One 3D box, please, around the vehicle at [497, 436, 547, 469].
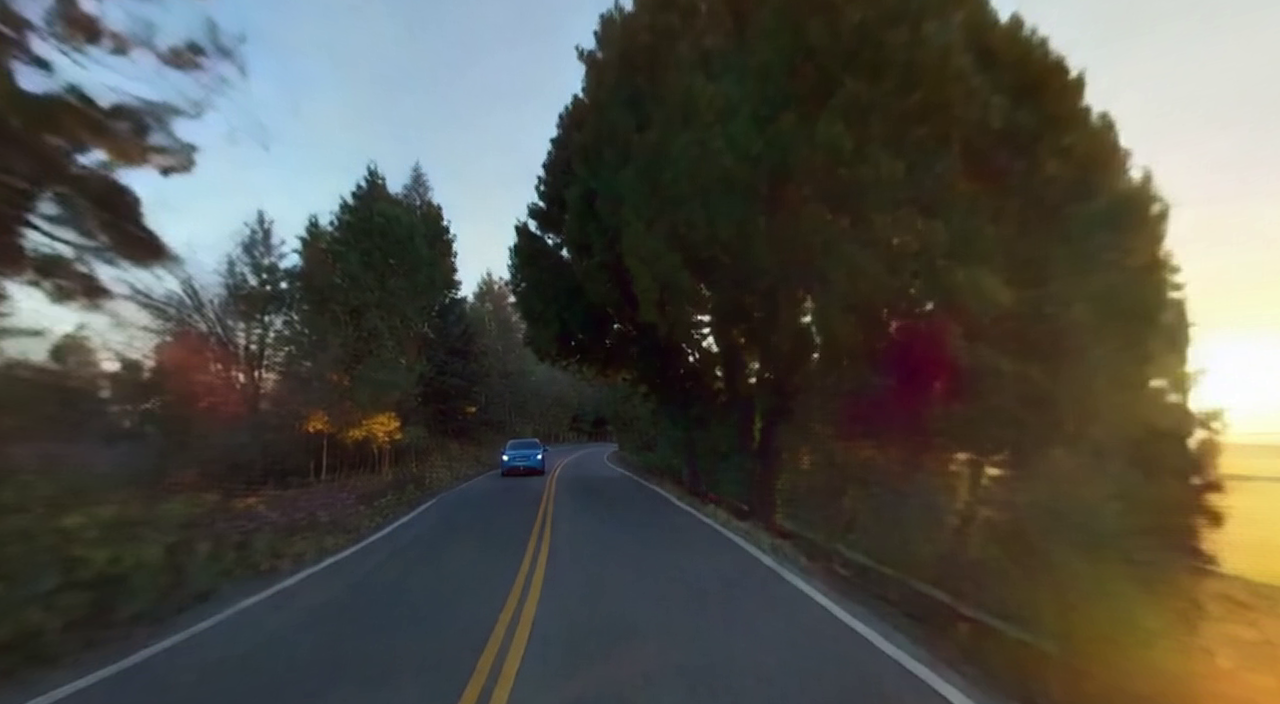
[{"bbox_3d":[-5.737,4.930,31.187,1.987,1.521,3.649,0,-8,-4],"label":"vehicle"}]
